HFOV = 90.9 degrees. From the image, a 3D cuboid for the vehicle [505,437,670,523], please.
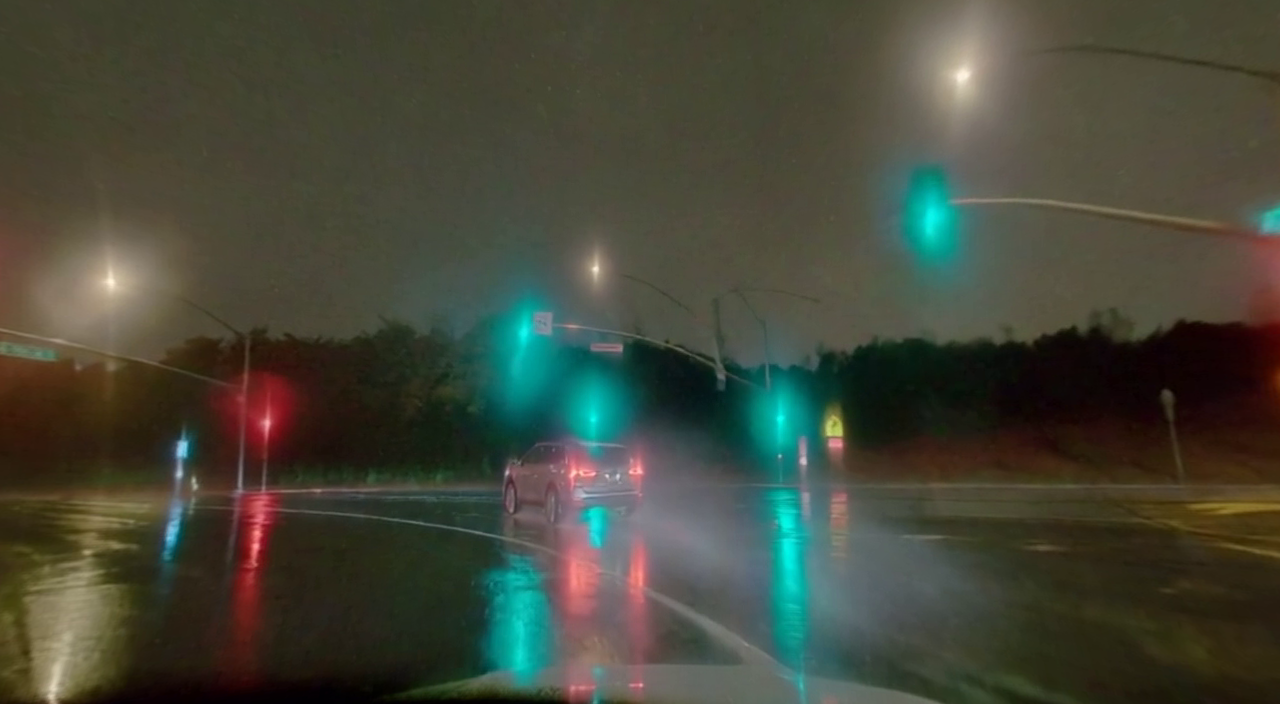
[{"bbox_3d":[-1.355,2.813,14.489,1.938,1.648,4.211,6,-10,-34],"label":"vehicle"}]
